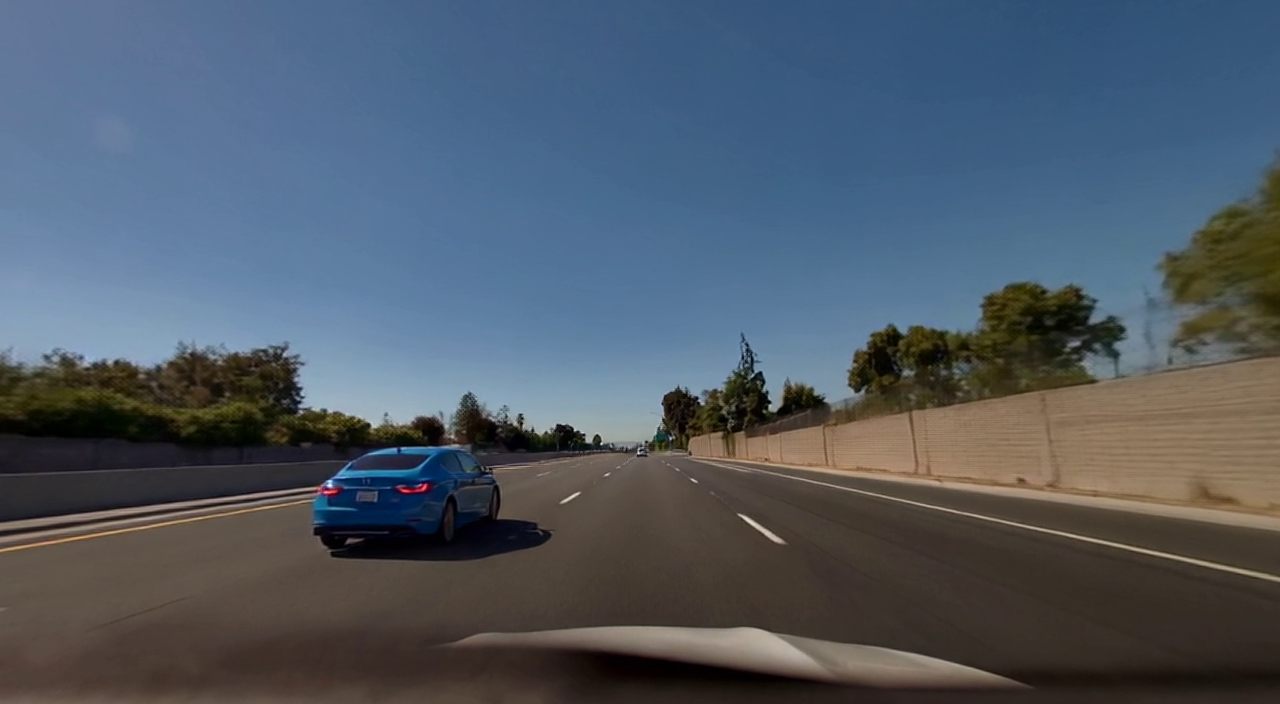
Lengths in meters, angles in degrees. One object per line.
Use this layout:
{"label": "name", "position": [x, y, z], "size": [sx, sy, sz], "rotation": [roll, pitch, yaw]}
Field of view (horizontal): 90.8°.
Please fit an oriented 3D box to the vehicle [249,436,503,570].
{"label": "vehicle", "position": [-3.371, 1.985, 9.003], "size": [1.935, 1.479, 3.787], "rotation": [0, -9, 1]}
